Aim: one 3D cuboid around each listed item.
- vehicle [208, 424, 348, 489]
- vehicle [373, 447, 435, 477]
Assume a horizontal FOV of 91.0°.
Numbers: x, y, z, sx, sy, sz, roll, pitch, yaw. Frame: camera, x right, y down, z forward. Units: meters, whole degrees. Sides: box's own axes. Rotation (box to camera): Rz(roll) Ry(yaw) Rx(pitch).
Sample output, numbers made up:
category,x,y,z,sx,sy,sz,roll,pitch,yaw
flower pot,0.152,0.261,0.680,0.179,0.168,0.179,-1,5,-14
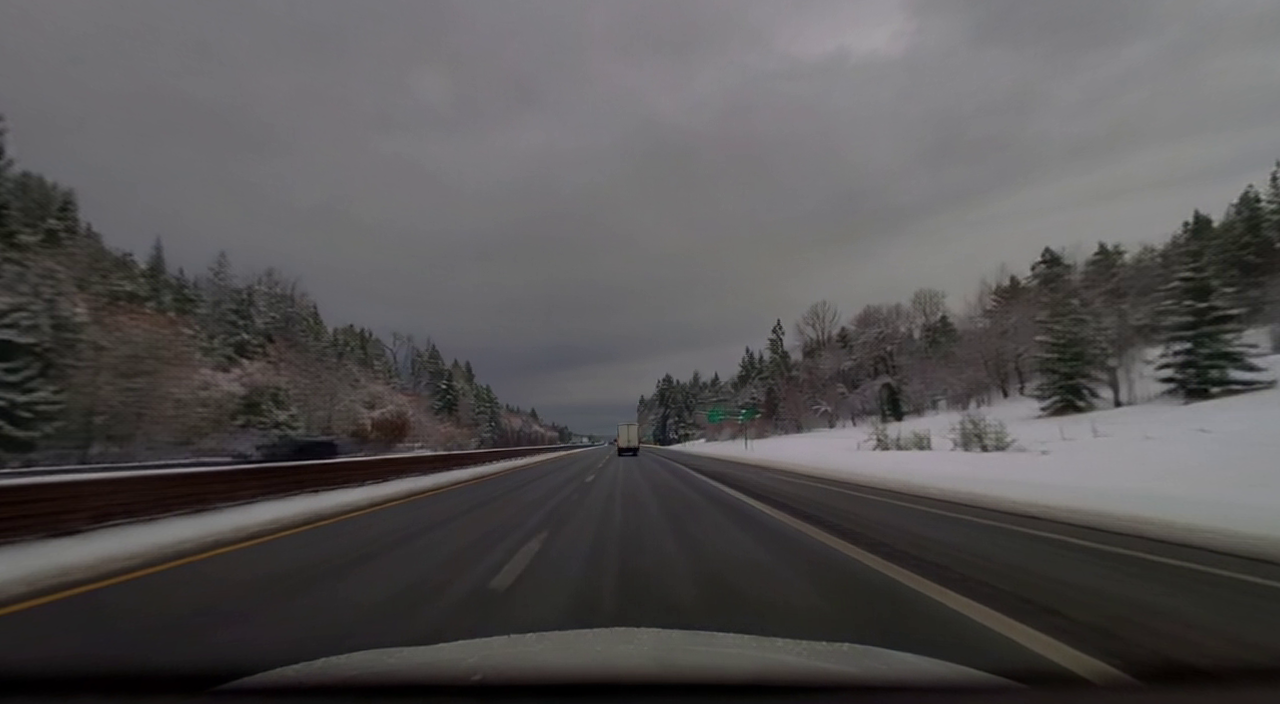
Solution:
category,x,y,z,sx,sy,sz,roll,pitch,yaw
vehicle,-16.446,4.784,29.314,2.335,2.630,7.283,0,-8,-2
vehicle,-12.695,5.901,34.122,1.833,1.460,4.158,0,-8,-1
